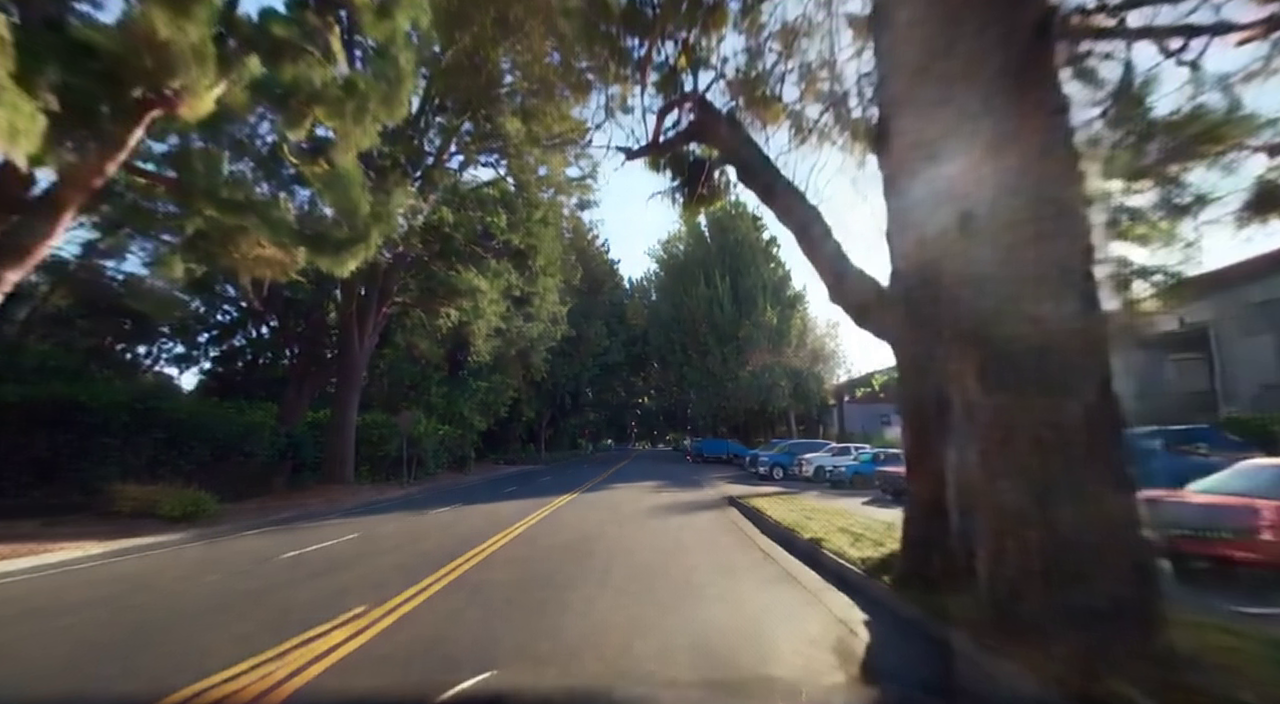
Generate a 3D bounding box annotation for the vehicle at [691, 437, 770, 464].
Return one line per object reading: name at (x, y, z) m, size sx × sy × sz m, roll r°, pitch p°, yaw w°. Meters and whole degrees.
vehicle at (7.024, 7.775, 49.798) m, size 5.797 × 2.070 × 2.502 m, roll 0°, pitch -8°, yaw 0°

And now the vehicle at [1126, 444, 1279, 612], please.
vehicle at (7.814, 1.749, 6.651) m, size 3.793 × 1.545 × 1.887 m, roll 0°, pitch -8°, yaw -1°
